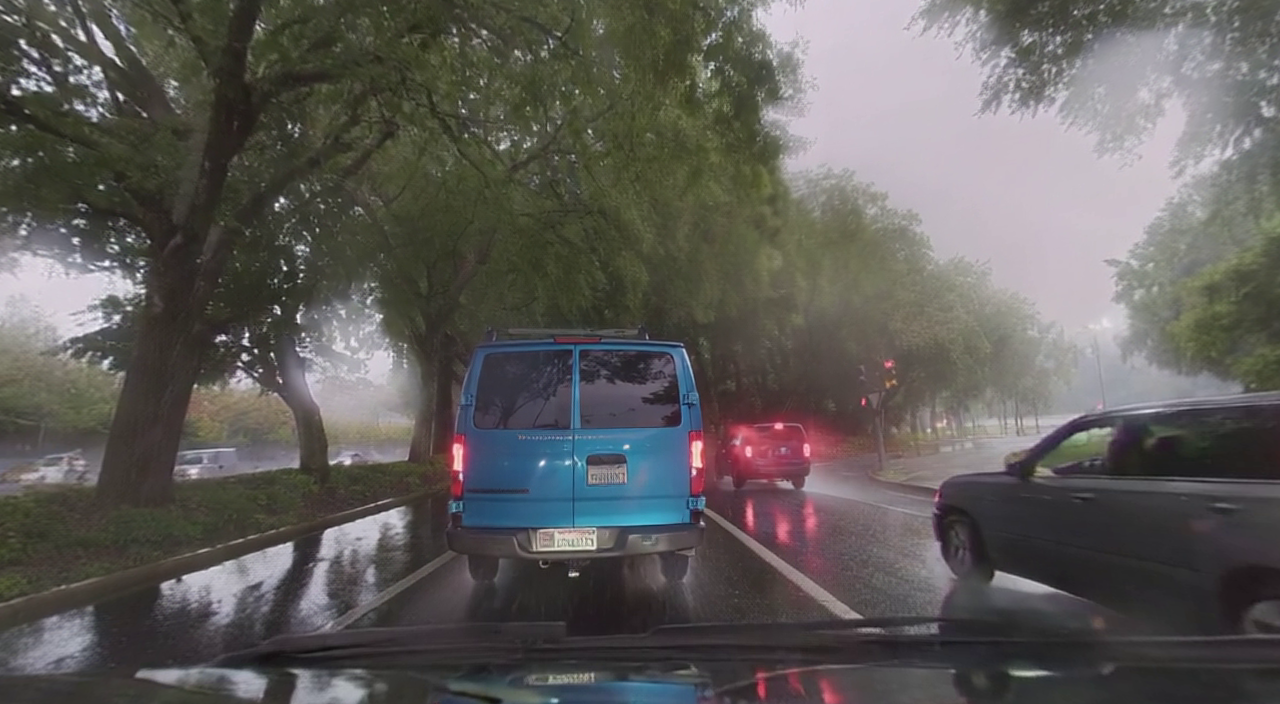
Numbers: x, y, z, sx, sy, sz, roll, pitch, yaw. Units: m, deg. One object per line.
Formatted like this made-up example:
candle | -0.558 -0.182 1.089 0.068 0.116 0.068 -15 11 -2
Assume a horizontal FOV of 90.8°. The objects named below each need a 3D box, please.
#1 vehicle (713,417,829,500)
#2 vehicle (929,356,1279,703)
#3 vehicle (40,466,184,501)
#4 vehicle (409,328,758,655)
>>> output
vehicle | 3.249 2.741 16.546 1.988 1.873 3.968 0 -9 -3
vehicle | 4.101 1.041 4.198 2.024 1.692 4.696 0 -8 -2
vehicle | -24.371 6.067 29.306 4.726 1.456 1.873 1 -9 -8
vehicle | -0.348 1.174 6.170 2.145 2.046 4.309 0 -9 0
